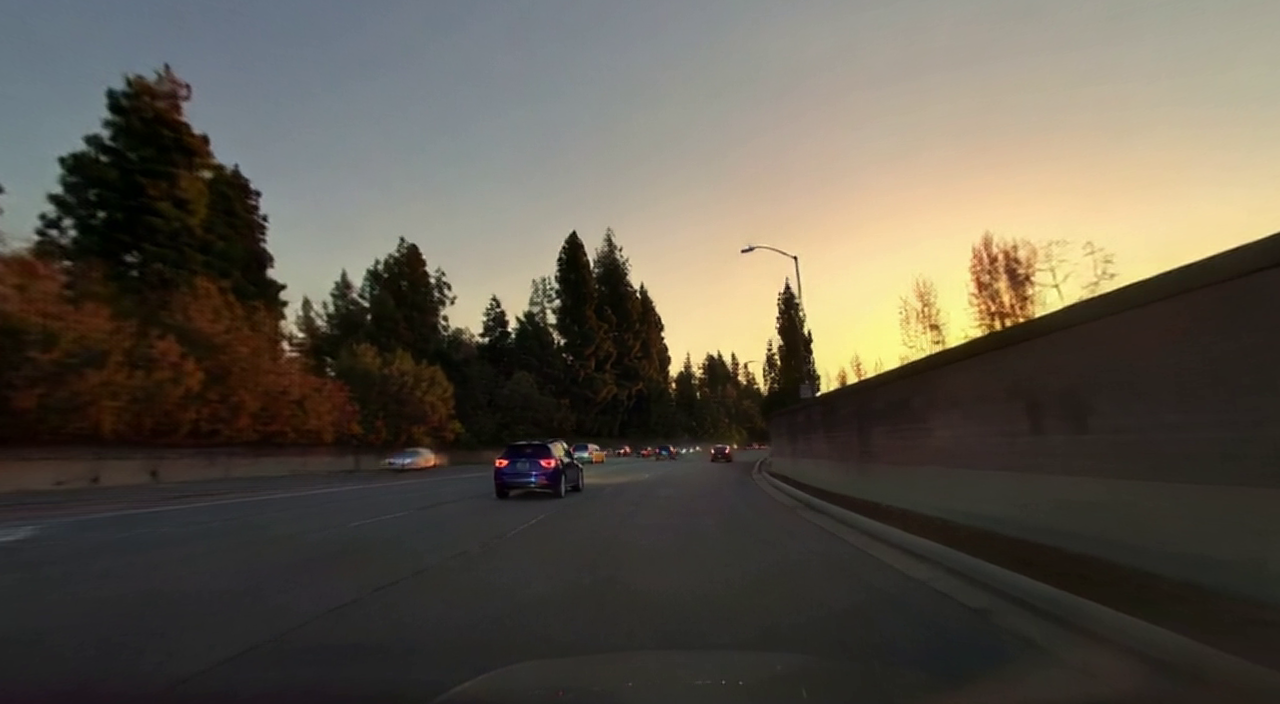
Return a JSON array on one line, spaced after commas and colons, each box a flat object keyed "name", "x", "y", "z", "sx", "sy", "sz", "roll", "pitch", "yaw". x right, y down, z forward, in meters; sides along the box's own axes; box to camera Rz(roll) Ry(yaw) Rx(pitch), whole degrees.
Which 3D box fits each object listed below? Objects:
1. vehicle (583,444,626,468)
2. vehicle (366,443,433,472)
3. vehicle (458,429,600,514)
[{"name": "vehicle", "x": -2.296, "y": 6.931, "z": 42.290, "sx": 1.860, "sy": 1.442, "sz": 4.332, "roll": -1, "pitch": -9, "yaw": 10}, {"name": "vehicle", "x": -15.086, "y": 6.642, "z": 39.948, "sx": 1.918, "sy": 1.628, "sz": 4.502, "roll": -1, "pitch": -9, "yaw": 9}, {"name": "vehicle", "x": -2.373, "y": 2.730, "z": 14.943, "sx": 2.082, "sy": 1.638, "sz": 4.644, "roll": 0, "pitch": -9, "yaw": 6}]
